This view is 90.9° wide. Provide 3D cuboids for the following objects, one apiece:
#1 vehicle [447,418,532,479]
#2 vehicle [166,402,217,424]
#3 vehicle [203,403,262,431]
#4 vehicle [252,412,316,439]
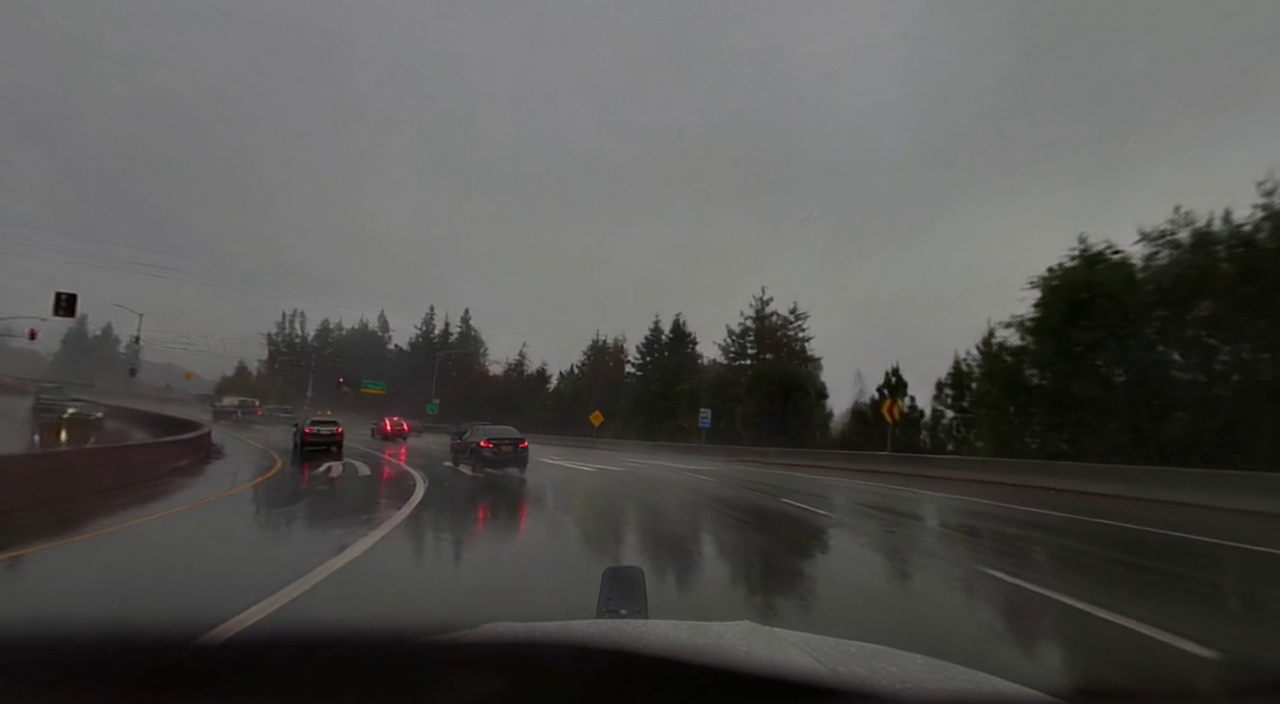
[{"bbox_3d":[-4.970,3.124,20.427,2.140,1.724,4.304,3,-9,-20],"label":"vehicle"},{"bbox_3d":[-34.401,4.704,48.355,4.459,1.486,1.763,-7,-11,36],"label":"vehicle"},{"bbox_3d":[-28.559,4.619,44.125,4.285,1.747,2.076,-7,-11,38],"label":"vehicle"},{"bbox_3d":[-21.922,4.564,38.718,4.623,1.501,2.033,-8,-12,43],"label":"vehicle"}]
